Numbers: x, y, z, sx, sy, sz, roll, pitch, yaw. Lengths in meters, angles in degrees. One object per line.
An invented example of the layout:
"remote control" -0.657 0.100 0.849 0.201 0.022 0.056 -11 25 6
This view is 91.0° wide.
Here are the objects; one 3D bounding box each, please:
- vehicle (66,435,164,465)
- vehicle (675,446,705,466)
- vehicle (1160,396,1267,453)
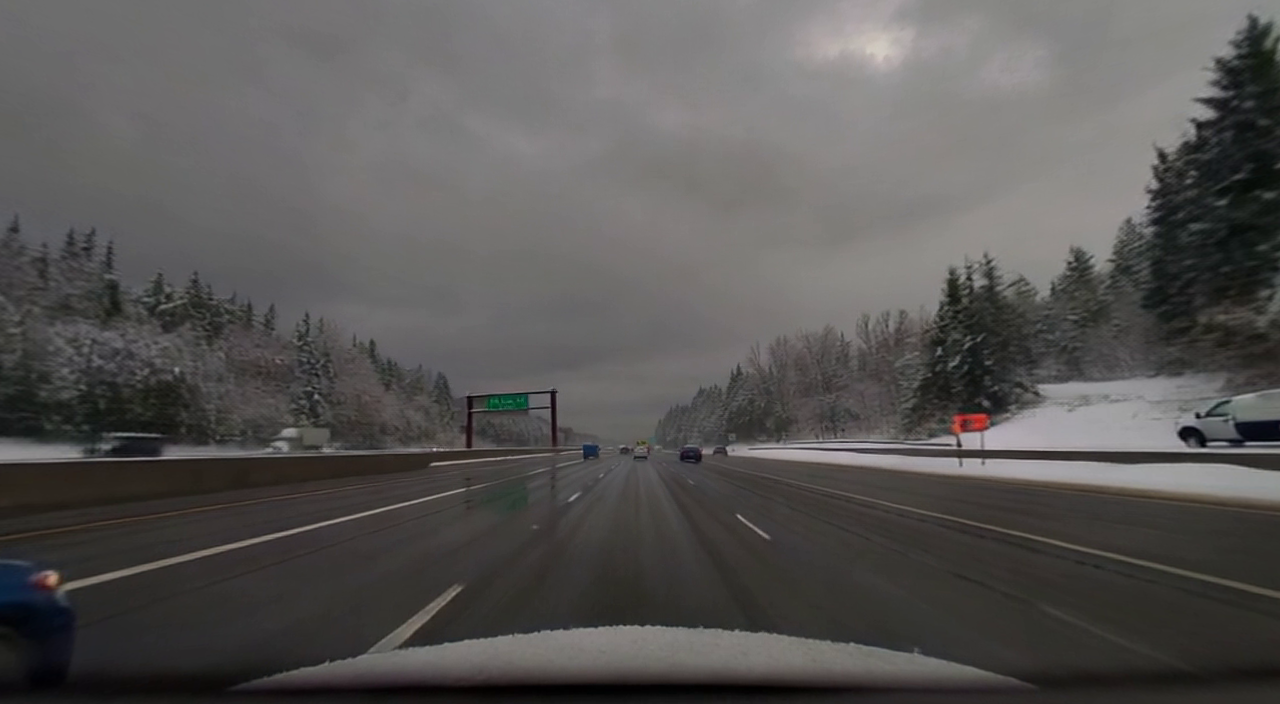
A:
"vehicle" -28.856 5.408 34.794 1.850 1.579 4.049 0 -9 1
"vehicle" 3.866 8.176 49.617 2.076 1.506 4.050 0 -9 0
"vehicle" 41.955 5.384 46.265 2.985 3.956 4.846 0 -9 1
